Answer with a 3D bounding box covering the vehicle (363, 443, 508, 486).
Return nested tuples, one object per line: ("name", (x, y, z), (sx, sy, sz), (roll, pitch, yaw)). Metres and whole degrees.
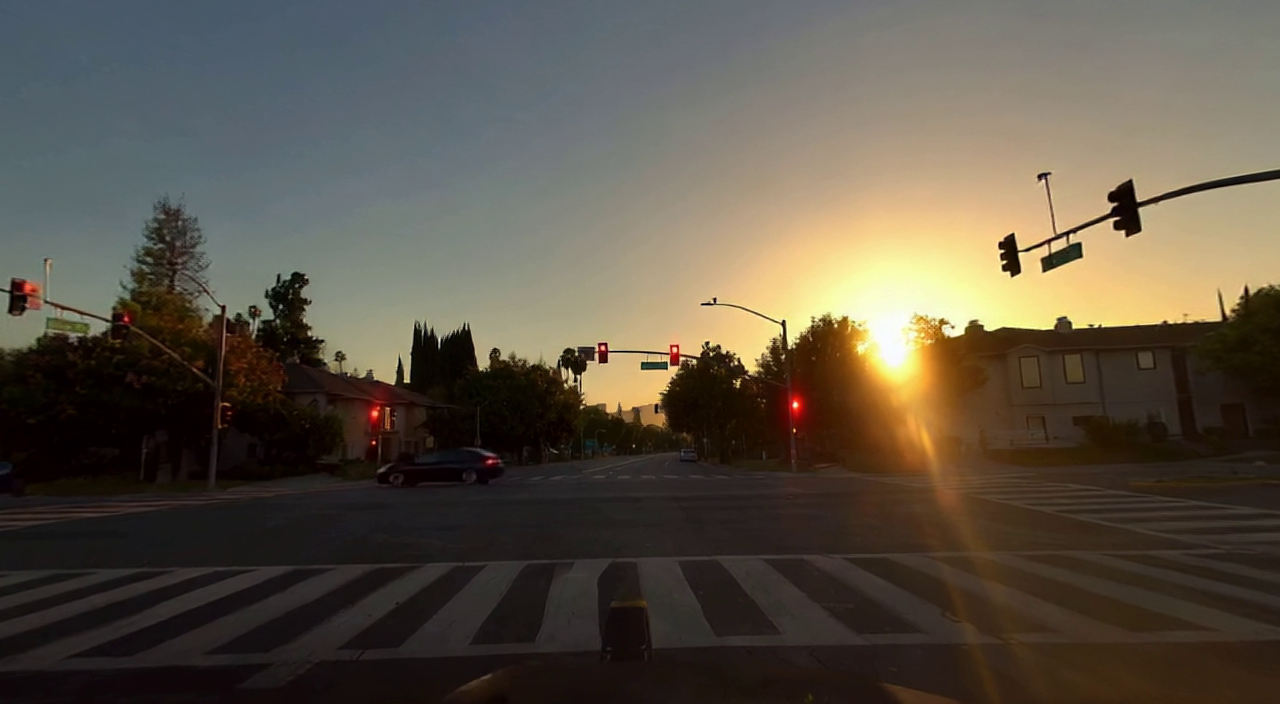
("vehicle", (-7.236, 4.011, 22.656), (4.562, 1.460, 1.822), (0, -8, 0))
